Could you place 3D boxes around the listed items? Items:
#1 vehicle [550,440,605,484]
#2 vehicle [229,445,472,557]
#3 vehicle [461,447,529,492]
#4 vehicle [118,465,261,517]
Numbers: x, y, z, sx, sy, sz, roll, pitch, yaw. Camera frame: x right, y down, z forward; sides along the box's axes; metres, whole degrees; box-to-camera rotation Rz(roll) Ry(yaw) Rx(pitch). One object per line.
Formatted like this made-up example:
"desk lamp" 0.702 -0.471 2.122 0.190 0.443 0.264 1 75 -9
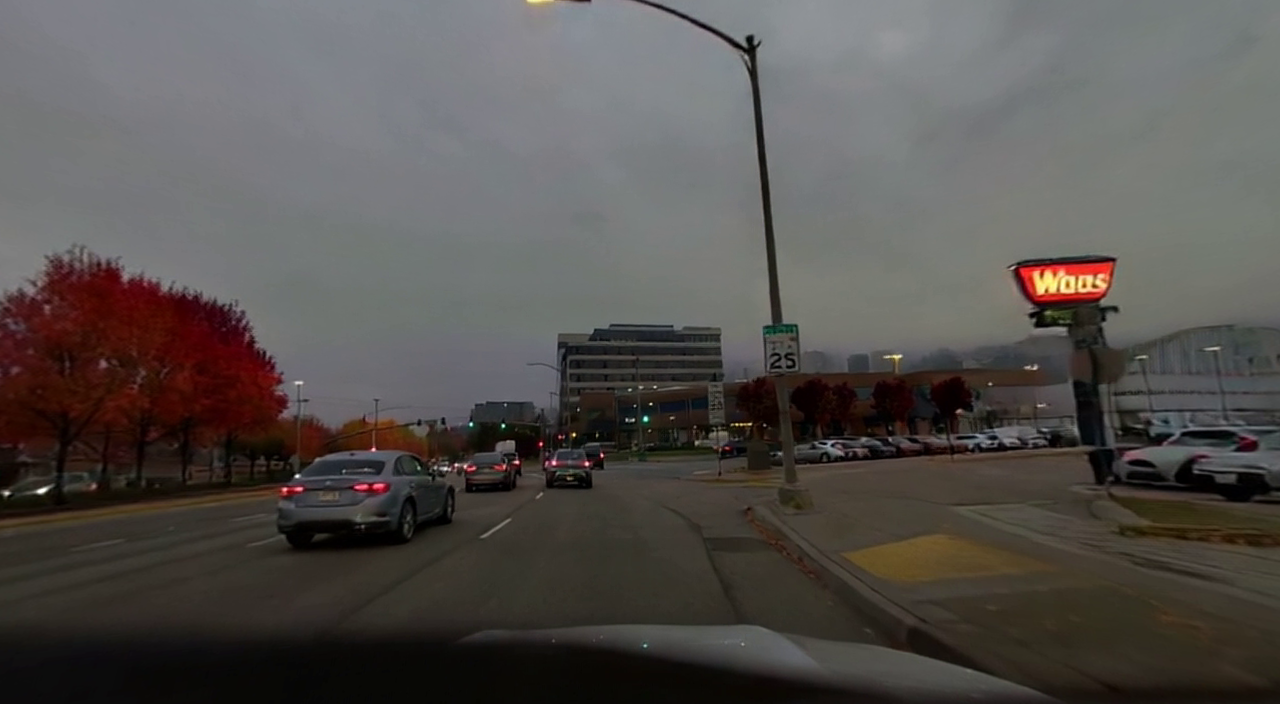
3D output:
"vehicle" -2.712 4.656 26.953 2.144 1.704 4.028 2 -9 -7
"vehicle" -4.709 2.474 11.403 2.090 1.506 5.326 1 -9 -3
"vehicle" -5.496 4.460 24.392 1.974 1.549 4.603 2 -9 -6
"vehicle" -16.524 5.074 23.472 1.968 1.574 4.683 1 -9 -2
